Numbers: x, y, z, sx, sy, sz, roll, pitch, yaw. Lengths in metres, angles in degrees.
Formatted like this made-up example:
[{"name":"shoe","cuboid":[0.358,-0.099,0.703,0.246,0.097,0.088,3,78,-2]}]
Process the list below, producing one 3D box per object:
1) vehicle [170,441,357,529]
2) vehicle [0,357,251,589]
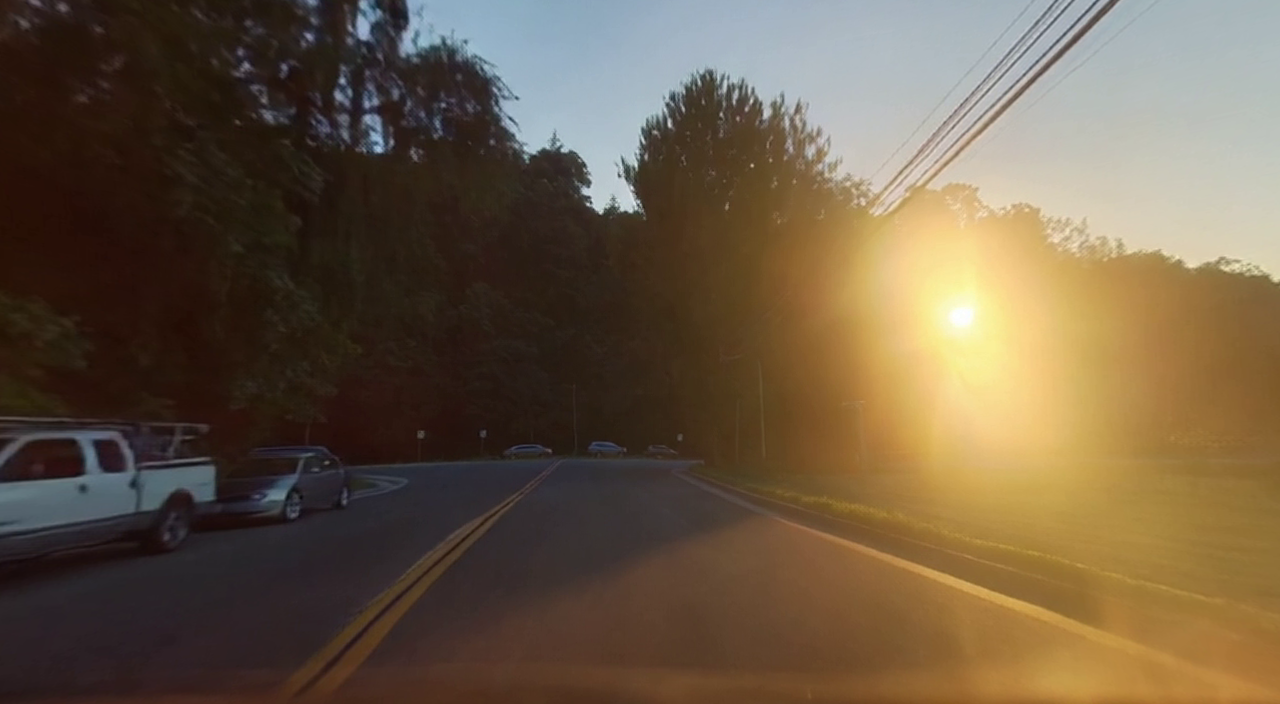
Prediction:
[{"name":"vehicle","cuboid":[-8.168,2.853,14.240,1.934,1.646,4.273,1,-8,-6]},{"name":"vehicle","cuboid":[-7.475,1.563,7.439,2.583,2.167,5.667,-4,-11,-5]}]
